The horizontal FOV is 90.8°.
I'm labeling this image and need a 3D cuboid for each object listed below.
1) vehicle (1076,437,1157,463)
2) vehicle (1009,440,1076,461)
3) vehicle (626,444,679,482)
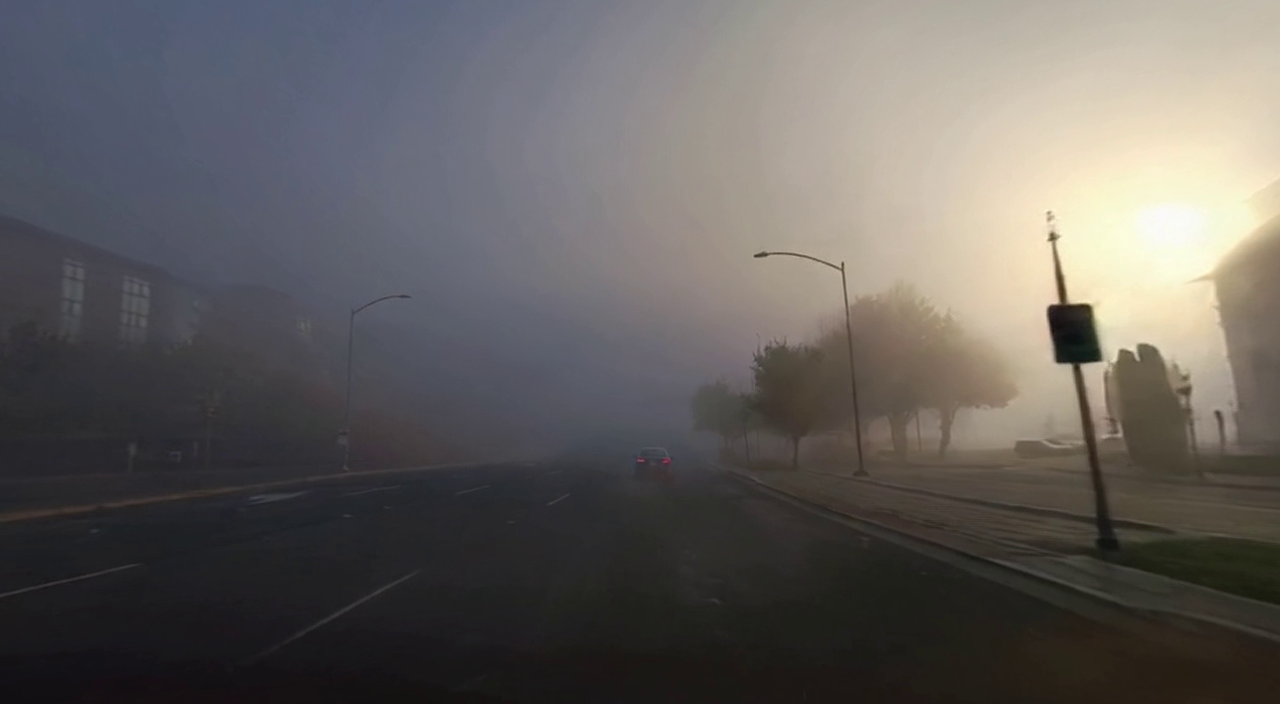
[{"bbox_3d":[34.520,7.060,45.953,1.984,1.750,4.798,0,-8,-2],"label":"vehicle"},{"bbox_3d":[29.489,7.280,46.430,1.839,1.470,4.548,0,-9,-1],"label":"vehicle"},{"bbox_3d":[0.578,4.808,27.567,2.133,1.481,4.276,0,-9,2],"label":"vehicle"}]
